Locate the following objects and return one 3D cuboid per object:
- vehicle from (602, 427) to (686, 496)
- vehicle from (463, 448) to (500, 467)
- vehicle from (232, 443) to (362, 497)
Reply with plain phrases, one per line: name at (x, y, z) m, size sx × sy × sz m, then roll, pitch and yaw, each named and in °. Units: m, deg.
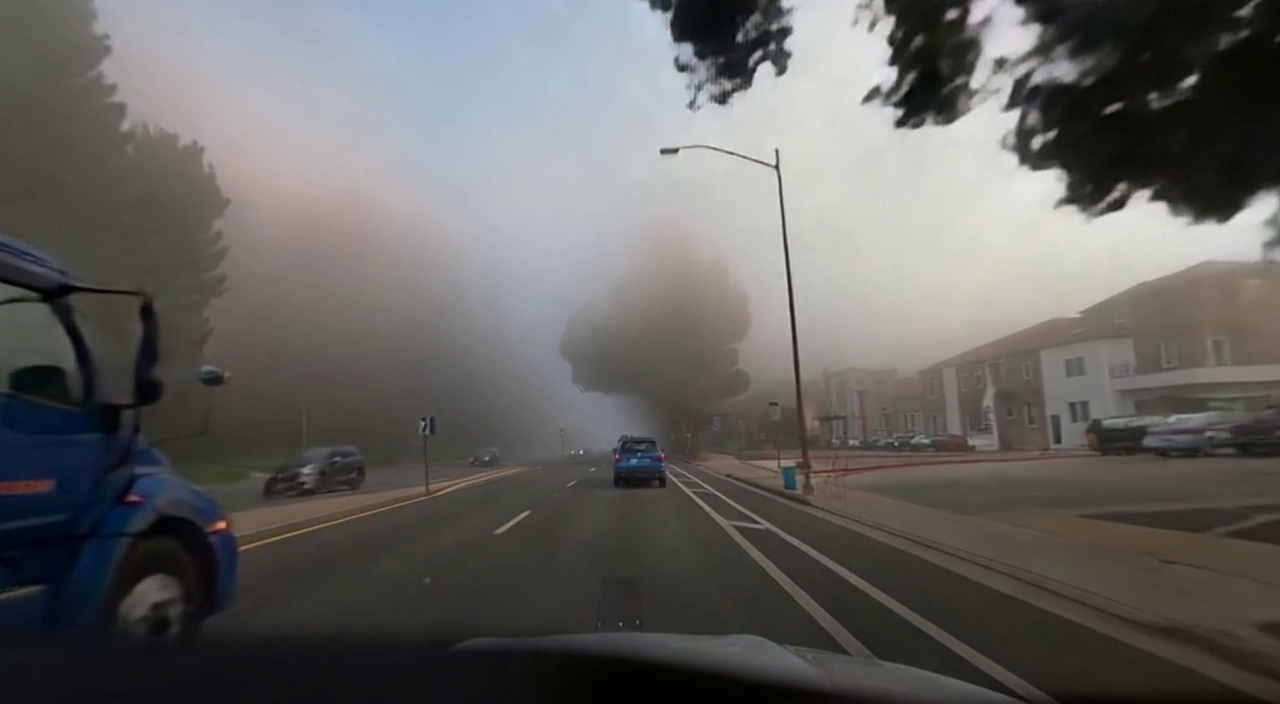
vehicle at (0.075, 3.007, 17.644) m, size 2.094 × 1.682 × 3.866 m, roll 0°, pitch -8°, yaw -1°
vehicle at (-12.169, 8.110, 48.861) m, size 1.797 × 1.364 × 4.169 m, roll 0°, pitch -8°, yaw 0°
vehicle at (-12.091, 4.124, 22.685) m, size 2.143 × 1.711 × 4.477 m, roll 0°, pitch -8°, yaw 0°
